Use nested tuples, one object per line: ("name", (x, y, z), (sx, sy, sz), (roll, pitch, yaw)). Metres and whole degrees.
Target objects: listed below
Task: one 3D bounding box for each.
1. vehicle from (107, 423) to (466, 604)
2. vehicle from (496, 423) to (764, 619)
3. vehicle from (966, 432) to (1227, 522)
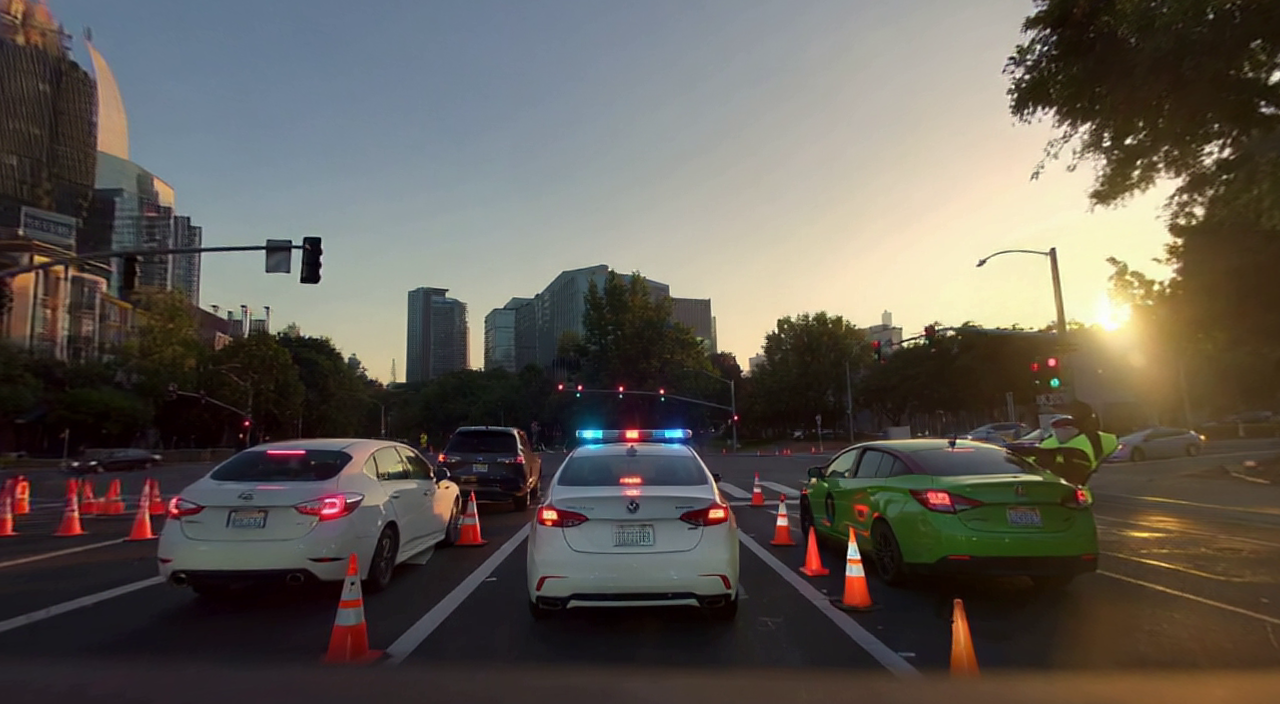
("vehicle", (-3.593, 1.681, 7.446), (1.863, 1.526, 4.006), (0, -8, 1))
("vehicle", (-0.121, 1.628, 7.089), (2.061, 1.486, 4.332), (0, -8, -1))
("vehicle", (9.358, 2.582, 13.584), (1.957, 1.576, 4.670), (0, -9, -3))
